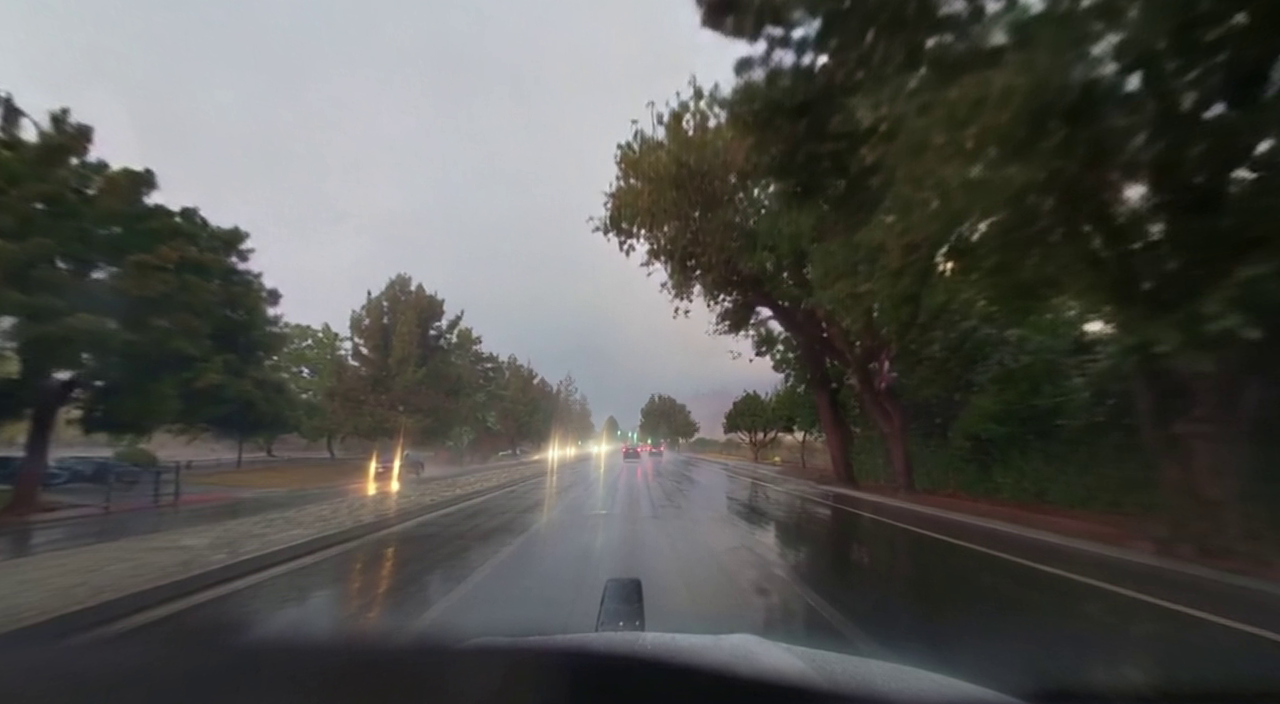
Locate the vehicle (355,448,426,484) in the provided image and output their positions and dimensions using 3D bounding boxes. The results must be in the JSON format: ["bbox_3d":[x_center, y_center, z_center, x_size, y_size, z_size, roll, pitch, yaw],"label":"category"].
[{"bbox_3d":[-14.731,6.718,37.657,2.055,1.742,5.503,-4,-8,0],"label":"vehicle"}]

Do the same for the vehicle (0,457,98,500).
[{"bbox_3d":[-24.534,5.041,25.349,3.658,1.605,1.985,0,-9,0],"label":"vehicle"}]
